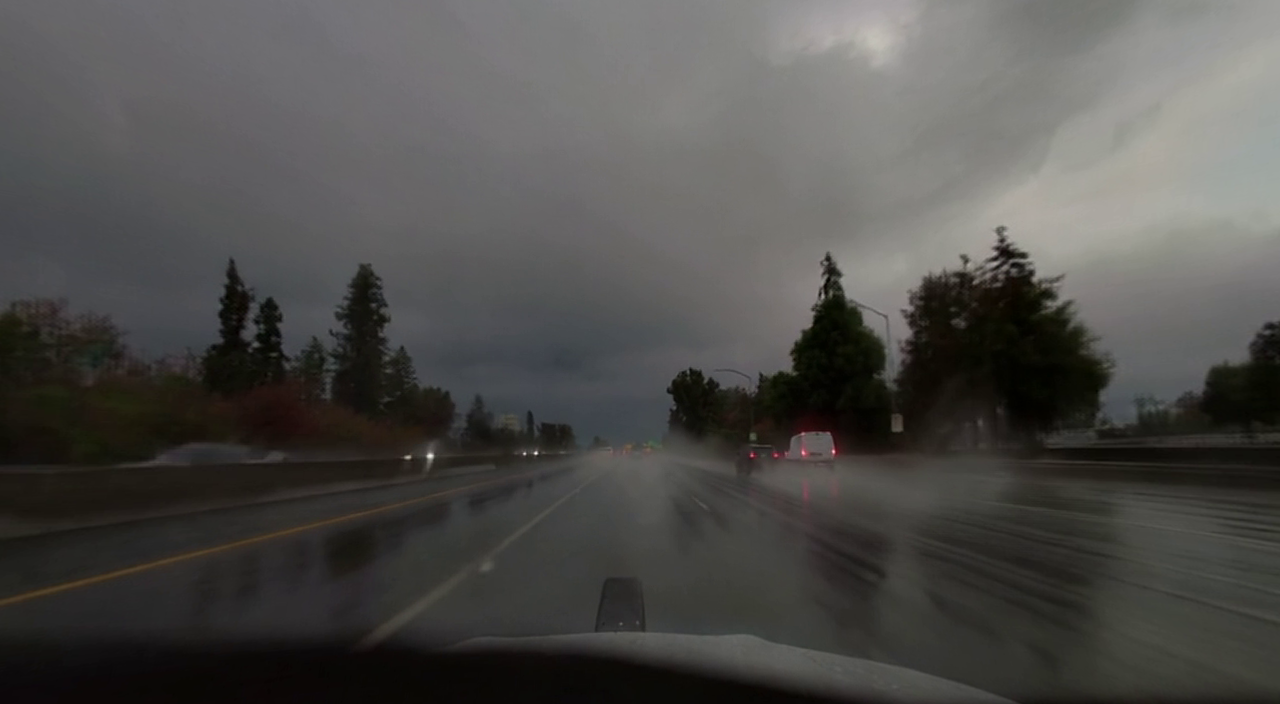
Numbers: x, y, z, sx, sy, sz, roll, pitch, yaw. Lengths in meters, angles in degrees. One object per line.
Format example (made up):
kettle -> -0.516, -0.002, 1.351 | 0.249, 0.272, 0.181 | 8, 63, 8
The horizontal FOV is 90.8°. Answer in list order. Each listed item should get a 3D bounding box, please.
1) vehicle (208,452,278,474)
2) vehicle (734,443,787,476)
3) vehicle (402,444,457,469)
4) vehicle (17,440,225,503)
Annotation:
vehicle -> -28.684, 8.013, 45.839 | 2.059, 1.506, 4.721 | -1, -9, 0
vehicle -> 6.691, 6.005, 35.457 | 2.081, 1.705, 3.926 | 0, -9, -1
vehicle -> -14.446, 7.232, 43.660 | 2.154, 1.593, 4.857 | -1, -9, 0
vehicle -> -14.114, 3.266, 17.654 | 1.983, 1.483, 4.554 | -1, -9, -1
